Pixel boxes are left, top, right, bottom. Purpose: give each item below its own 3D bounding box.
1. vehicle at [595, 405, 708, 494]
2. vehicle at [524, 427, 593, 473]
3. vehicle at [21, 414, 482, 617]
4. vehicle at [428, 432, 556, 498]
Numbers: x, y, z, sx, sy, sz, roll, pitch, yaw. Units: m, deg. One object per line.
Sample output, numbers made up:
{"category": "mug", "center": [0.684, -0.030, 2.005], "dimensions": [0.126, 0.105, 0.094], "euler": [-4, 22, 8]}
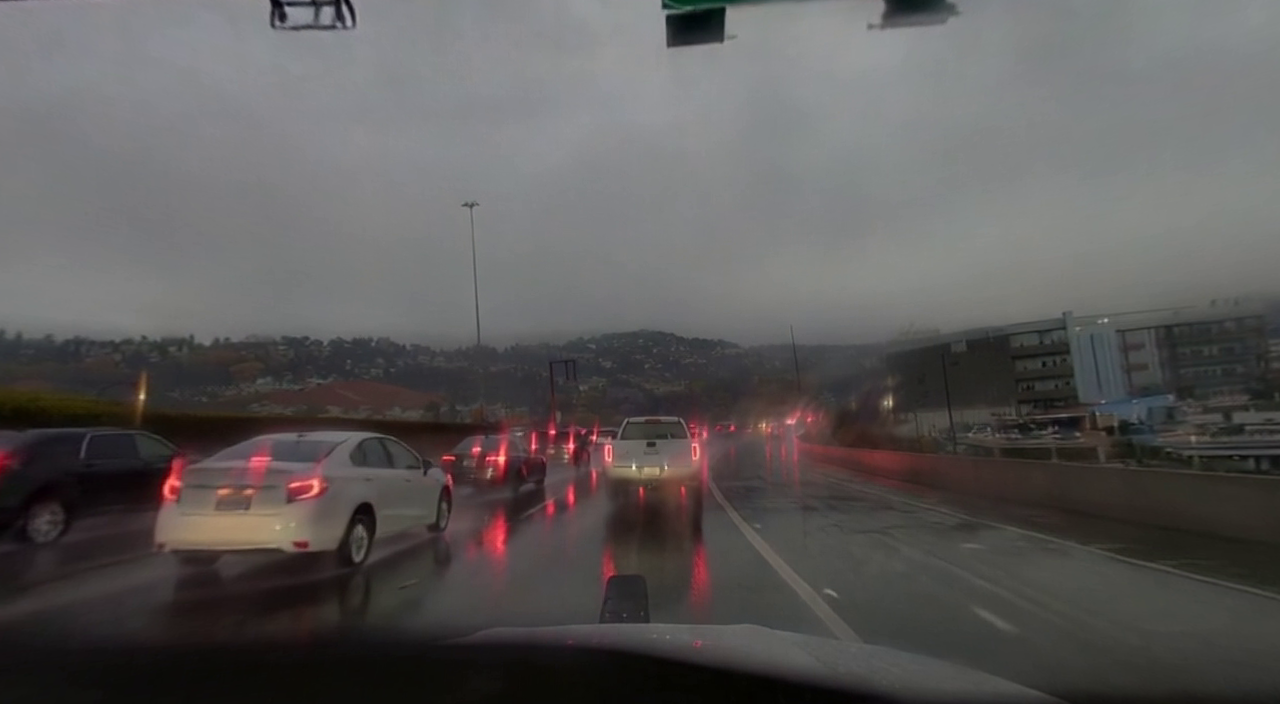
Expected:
{"category": "vehicle", "center": [0.382, 2.730, 17.759], "dimensions": [2.616, 2.063, 5.933], "euler": [0, -9, 2]}
{"category": "vehicle", "center": [-3.257, 4.037, 26.093], "dimensions": [1.953, 1.729, 4.377], "euler": [-1, -9, 4]}
{"category": "vehicle", "center": [-3.568, 1.601, 7.298], "dimensions": [1.998, 1.494, 5.020], "euler": [0, -9, 2]}
{"category": "vehicle", "center": [-3.645, 2.879, 16.467], "dimensions": [2.087, 1.481, 4.225], "euler": [0, -9, 4]}
